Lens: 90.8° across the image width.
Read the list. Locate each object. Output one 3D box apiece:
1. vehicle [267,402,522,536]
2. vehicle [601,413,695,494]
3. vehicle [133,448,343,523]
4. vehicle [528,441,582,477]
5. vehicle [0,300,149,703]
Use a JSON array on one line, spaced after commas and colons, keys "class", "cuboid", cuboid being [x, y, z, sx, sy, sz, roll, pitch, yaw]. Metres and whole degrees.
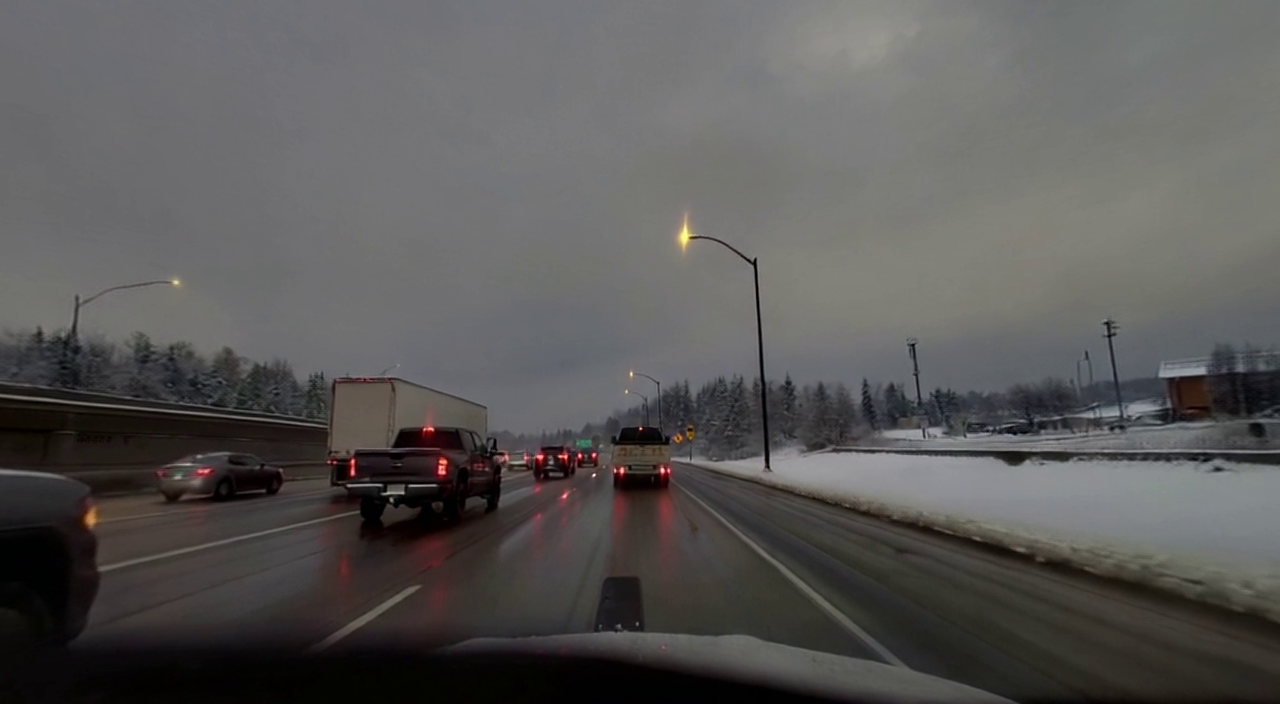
[{"class": "vehicle", "cuboid": [-4.167, 2.168, 12.278, 2.575, 1.958, 5.730, 0, -9, 1]}, {"class": "vehicle", "cuboid": [0.121, 3.702, 23.367, 2.886, 2.471, 7.692, 0, -9, -2]}, {"class": "vehicle", "cuboid": [-8.683, 2.881, 14.209, 1.893, 1.409, 4.154, -1, -9, 2]}, {"class": "vehicle", "cuboid": [-4.618, 5.903, 35.118, 2.329, 1.859, 4.823, 0, -9, 1]}, {"class": "vehicle", "cuboid": [-3.553, 0.452, 0.439, 2.303, 1.835, 5.044, 0, -9, 1]}]
